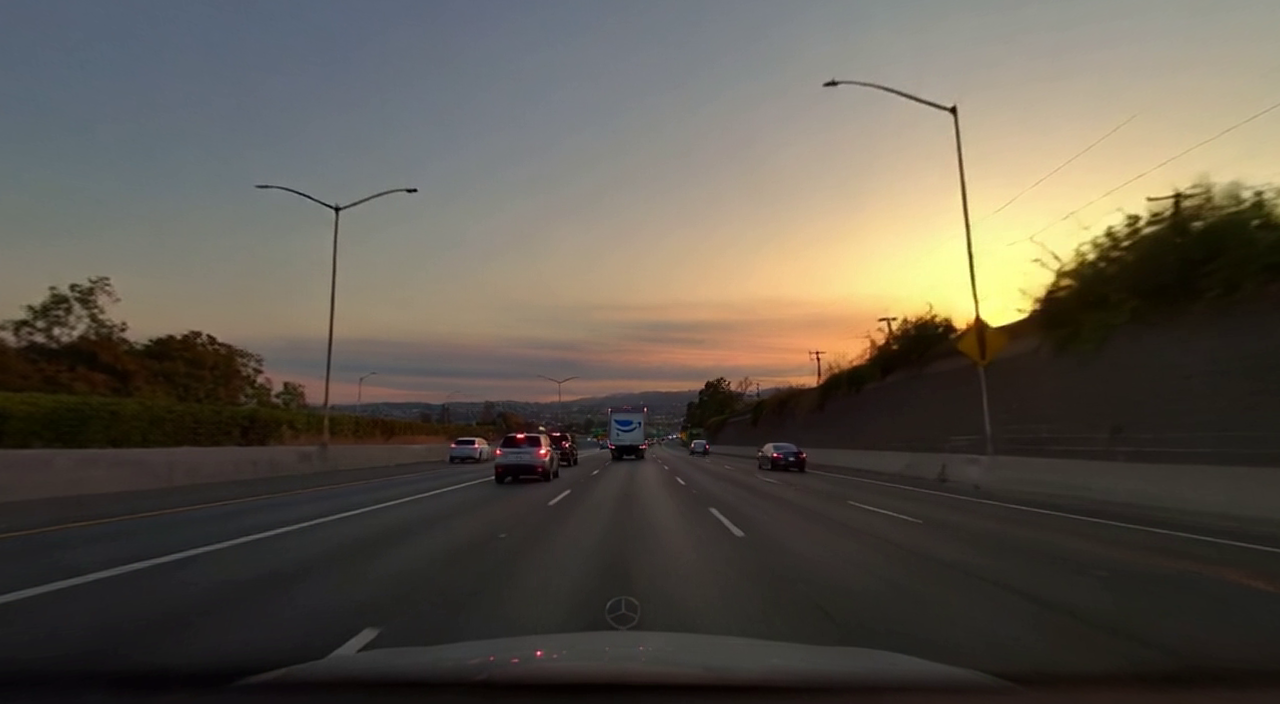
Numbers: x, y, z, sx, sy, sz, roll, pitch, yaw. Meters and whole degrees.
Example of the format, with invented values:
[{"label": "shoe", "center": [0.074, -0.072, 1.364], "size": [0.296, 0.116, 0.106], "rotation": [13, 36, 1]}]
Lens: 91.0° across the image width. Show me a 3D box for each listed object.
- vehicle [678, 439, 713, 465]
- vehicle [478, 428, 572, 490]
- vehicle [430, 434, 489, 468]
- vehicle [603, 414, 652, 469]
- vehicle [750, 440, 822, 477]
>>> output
[{"label": "vehicle", "center": [3.681, 6.710, 42.503], "size": [2.067, 1.654, 3.985], "rotation": [0, -9, 0]}, {"label": "vehicle", "center": [-3.412, 3.289, 19.580], "size": [2.095, 1.688, 4.188], "rotation": [0, -9, 1]}, {"label": "vehicle", "center": [-10.123, 5.588, 35.690], "size": [2.023, 1.739, 4.229], "rotation": [0, -9, 0]}, {"label": "vehicle", "center": [-0.556, 4.956, 34.754], "size": [2.456, 2.705, 6.251], "rotation": [0, -9, 1]}, {"label": "vehicle", "center": [6.416, 4.719, 28.238], "size": [1.970, 1.499, 4.491], "rotation": [1, -9, -2]}]
